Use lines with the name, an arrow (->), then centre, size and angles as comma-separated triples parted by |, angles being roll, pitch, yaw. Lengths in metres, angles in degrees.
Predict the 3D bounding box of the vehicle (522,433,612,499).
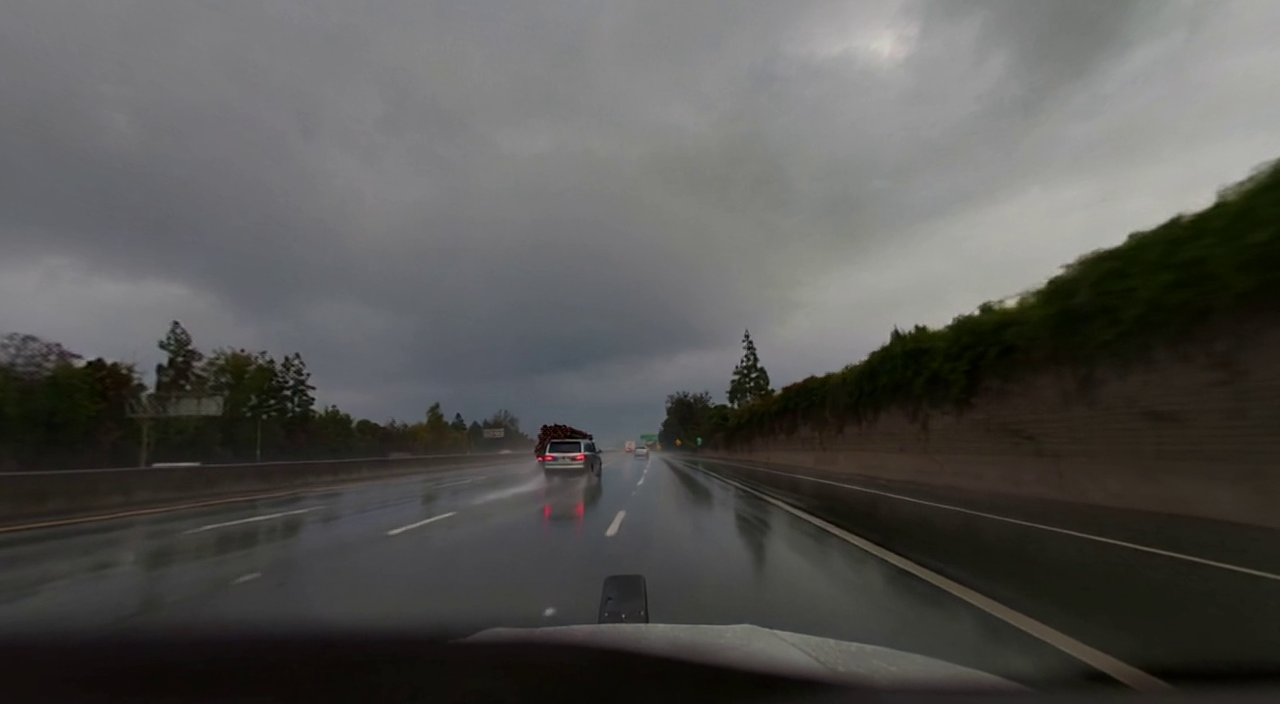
vehicle -> -2.117, 3.463, 19.586 | 2.114, 1.787, 4.365 | -1, -8, 2
